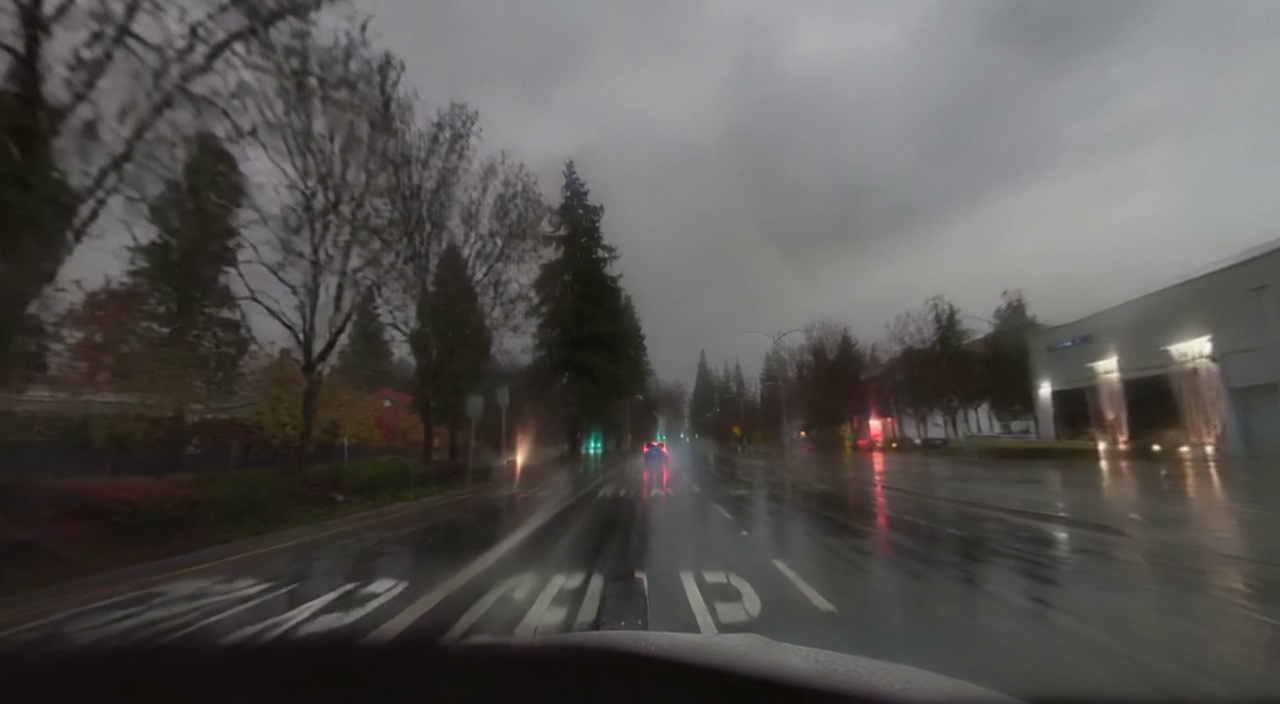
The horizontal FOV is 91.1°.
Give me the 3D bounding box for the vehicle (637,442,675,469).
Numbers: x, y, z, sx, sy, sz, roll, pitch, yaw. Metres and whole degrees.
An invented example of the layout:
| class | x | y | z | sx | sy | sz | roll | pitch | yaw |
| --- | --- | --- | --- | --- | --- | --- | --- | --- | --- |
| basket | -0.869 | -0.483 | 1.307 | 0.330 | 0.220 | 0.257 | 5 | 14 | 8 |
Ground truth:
| class | x | y | z | sx | sy | sz | roll | pitch | yaw |
| --- | --- | --- | --- | --- | --- | --- | --- | --- | --- |
| vehicle | 0.936 | 6.181 | 37.719 | 2.144 | 1.505 | 4.128 | 0 | -9 | 1 |
